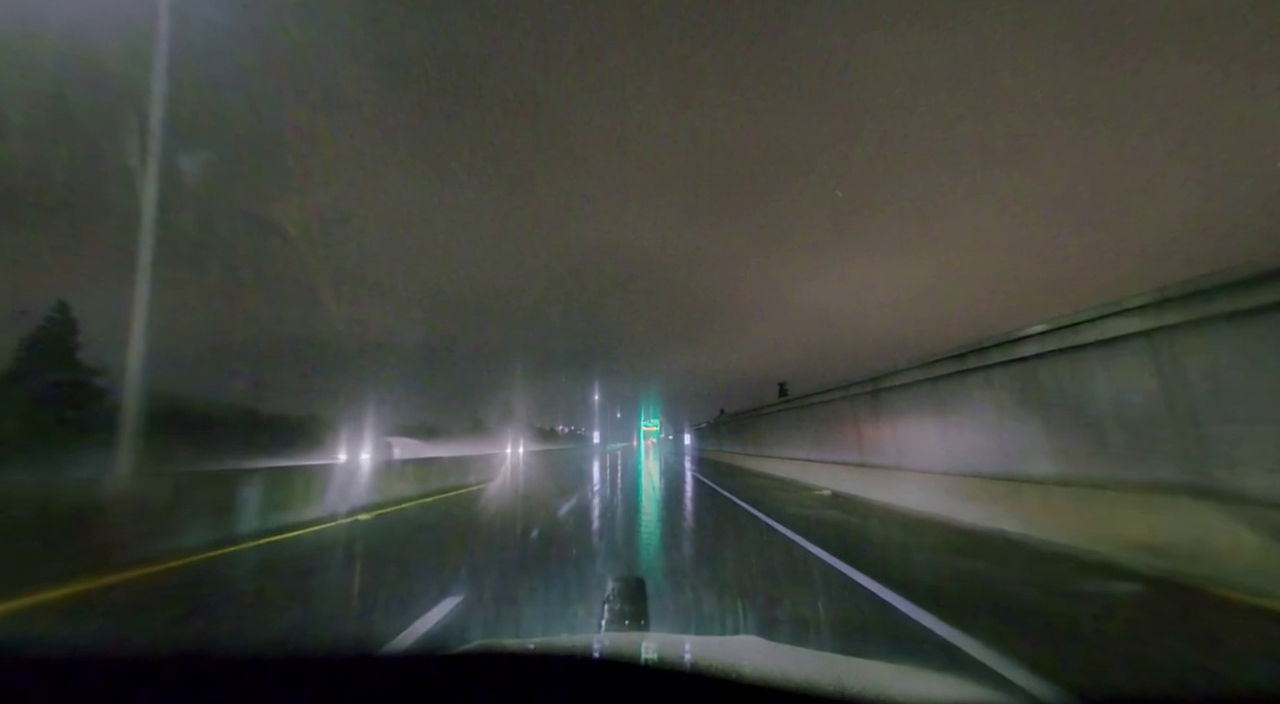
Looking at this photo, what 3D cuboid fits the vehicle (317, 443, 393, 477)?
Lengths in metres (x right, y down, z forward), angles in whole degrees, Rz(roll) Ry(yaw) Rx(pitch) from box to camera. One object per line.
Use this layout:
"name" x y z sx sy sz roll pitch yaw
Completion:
"vehicle" -16.242 6.143 36.160 1.989 1.819 4.938 0 -8 1
